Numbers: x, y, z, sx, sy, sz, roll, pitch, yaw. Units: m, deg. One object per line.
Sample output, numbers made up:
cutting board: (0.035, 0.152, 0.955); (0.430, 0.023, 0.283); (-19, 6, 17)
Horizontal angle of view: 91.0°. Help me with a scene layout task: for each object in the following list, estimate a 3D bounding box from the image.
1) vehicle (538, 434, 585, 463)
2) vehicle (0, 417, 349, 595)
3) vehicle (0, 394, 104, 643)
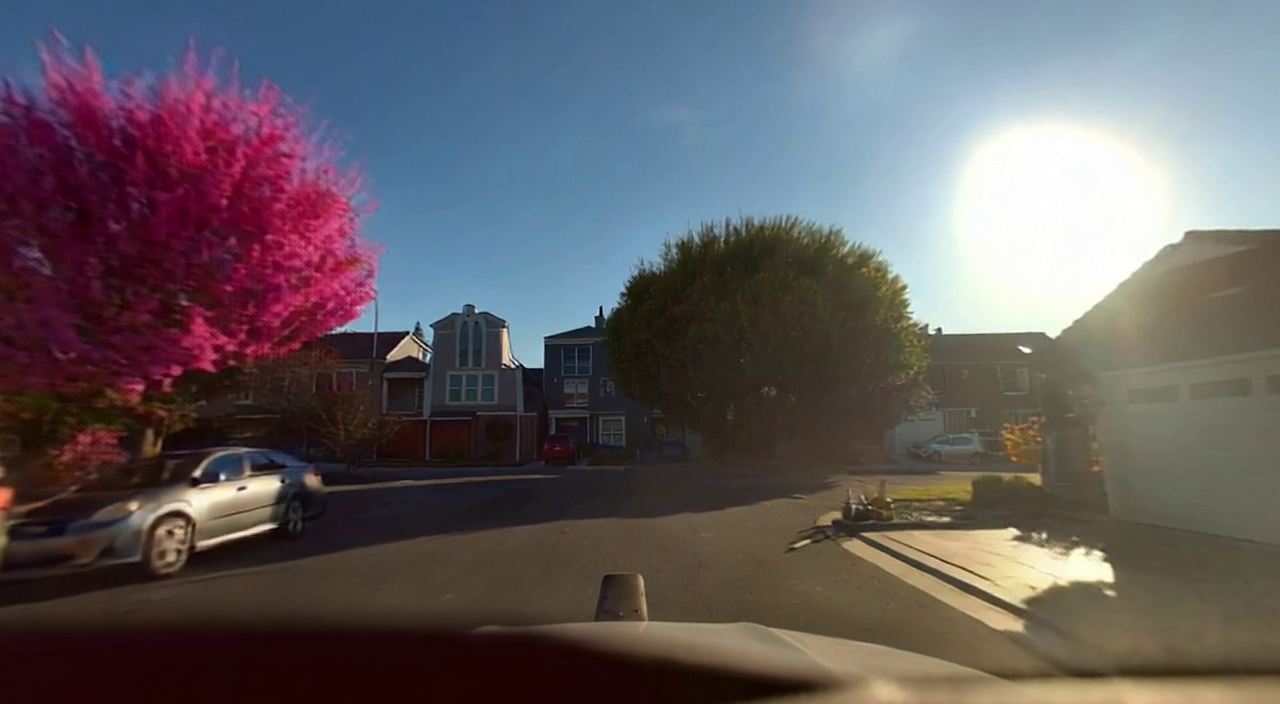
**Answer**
vehicle: (-4.321, 5.409, 35.422); (1.968, 1.491, 4.486); (0, -9, 2)
vehicle: (-6.061, 1.861, 8.601); (2.087, 1.697, 4.892); (0, -9, -4)
vehicle: (-5.765, 0.974, 2.989); (2.139, 1.783, 4.717); (0, -9, 2)
